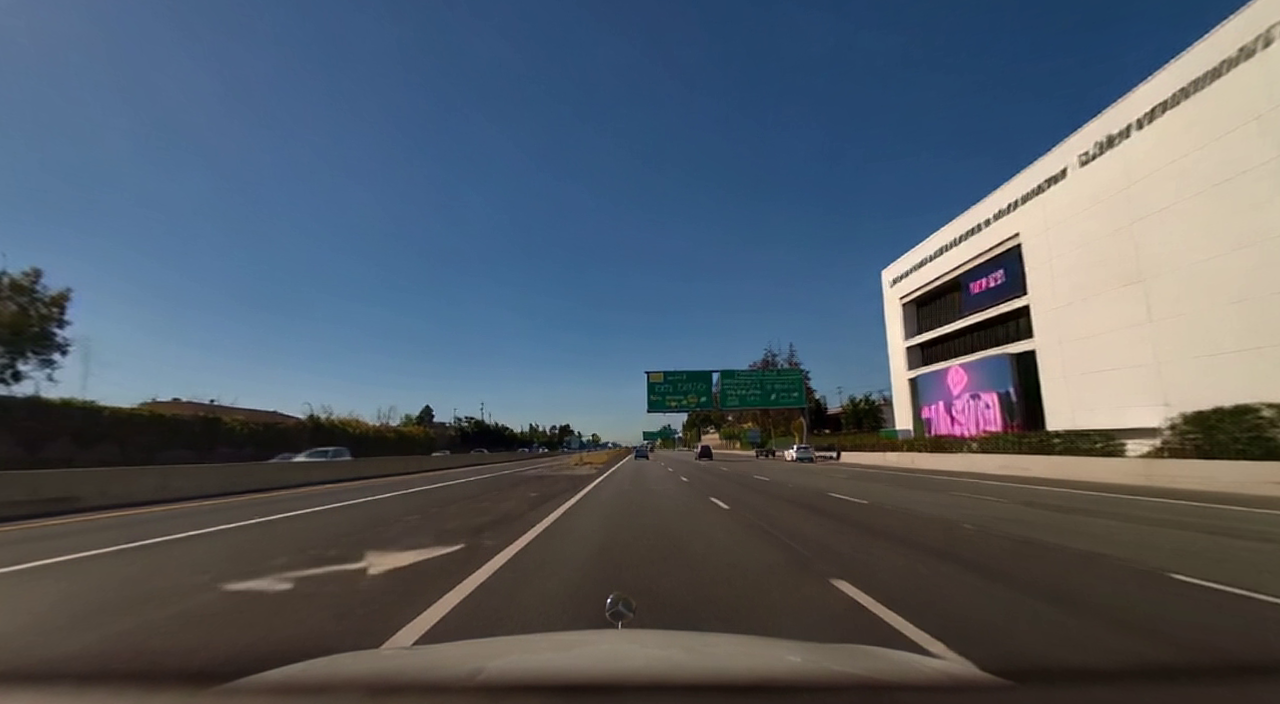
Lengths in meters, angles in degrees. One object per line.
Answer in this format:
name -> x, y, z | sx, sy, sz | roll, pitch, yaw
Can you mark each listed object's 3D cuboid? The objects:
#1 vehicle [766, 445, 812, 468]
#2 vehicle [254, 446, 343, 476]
vehicle -> 10.269, 7.246, 43.968 | 1.953, 1.473, 4.512 | 0, -8, -2
vehicle -> -20.449, 6.527, 38.193 | 2.347, 1.680, 5.524 | 0, -8, 0
